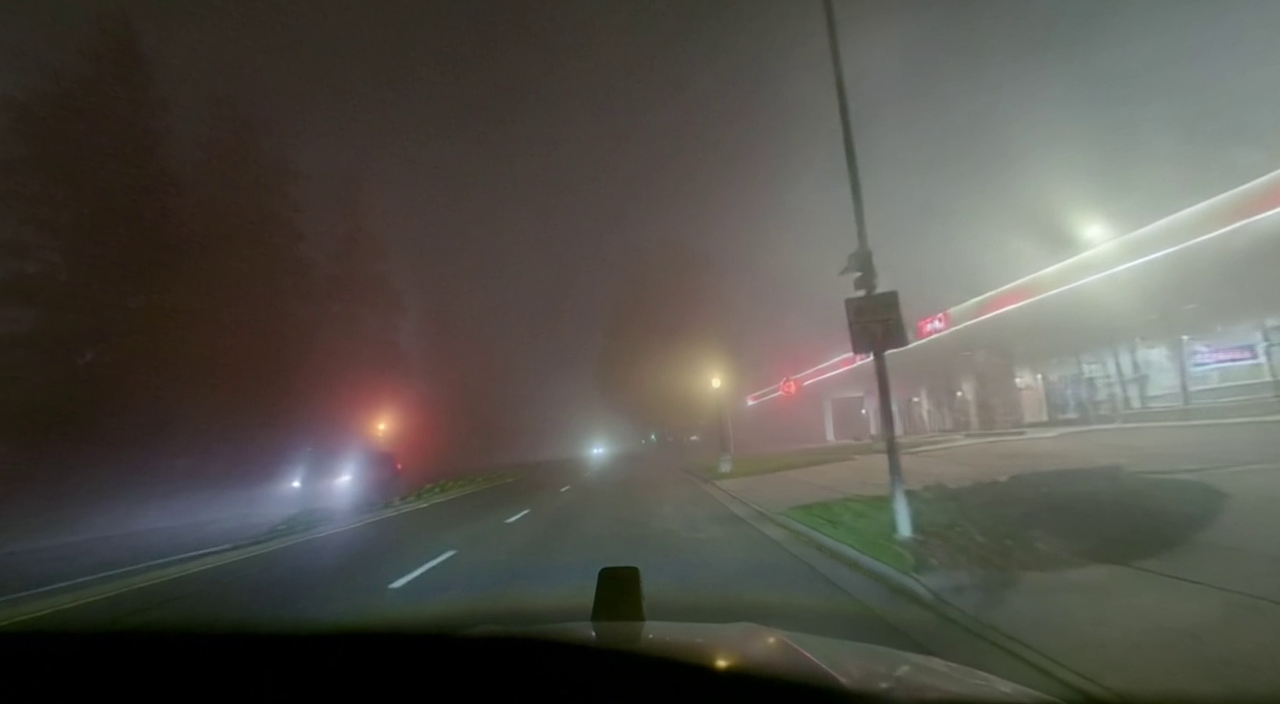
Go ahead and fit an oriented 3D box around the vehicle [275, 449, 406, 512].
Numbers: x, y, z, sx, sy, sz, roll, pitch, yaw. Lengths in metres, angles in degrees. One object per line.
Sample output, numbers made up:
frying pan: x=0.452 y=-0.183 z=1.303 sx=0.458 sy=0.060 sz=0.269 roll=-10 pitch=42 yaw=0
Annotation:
vehicle: x=-9.170 y=3.921 z=19.839 sx=2.050 sy=1.721 sz=4.369 roll=0 pitch=-8 yaw=-1
